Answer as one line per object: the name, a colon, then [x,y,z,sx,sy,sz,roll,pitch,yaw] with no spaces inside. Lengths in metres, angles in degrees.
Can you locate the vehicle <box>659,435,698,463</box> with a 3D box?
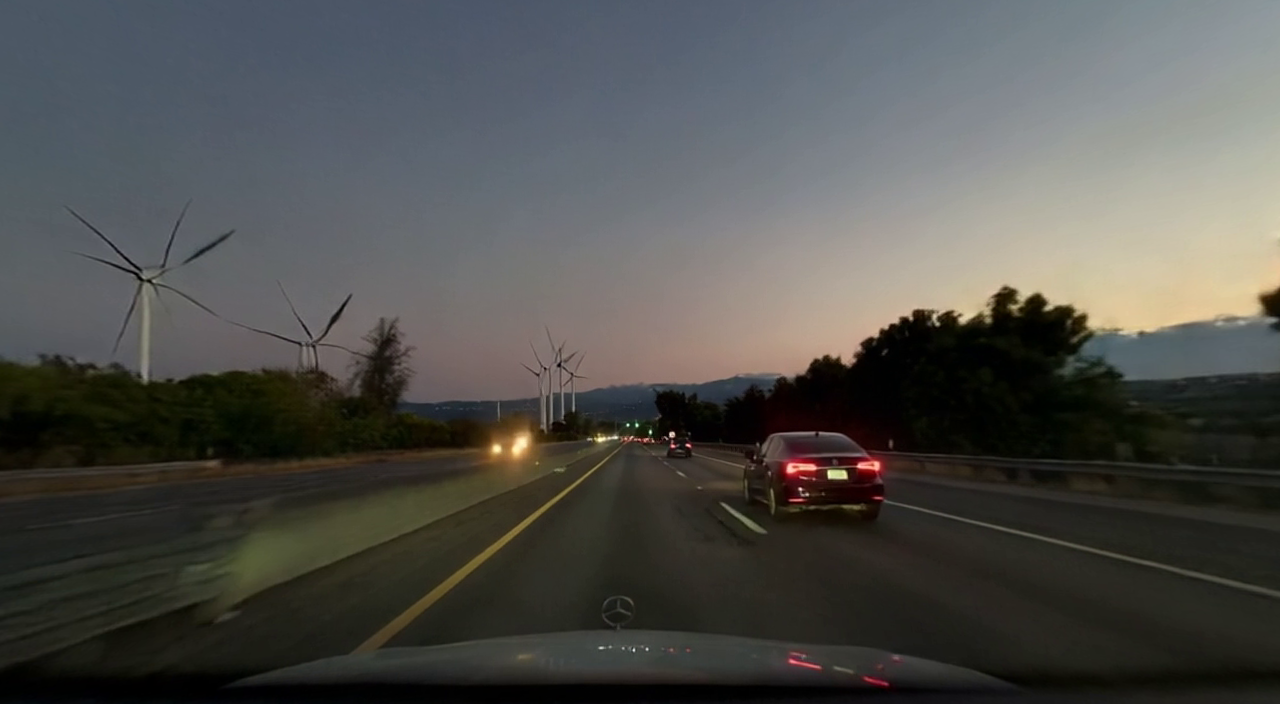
vehicle: [2.385,6.103,39.923,2.066,1.661,4.500,0,-8,-1]

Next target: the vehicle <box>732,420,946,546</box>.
vehicle: [2.907,1.992,10.381,2.038,1.624,4.312,0,-8,-1]
